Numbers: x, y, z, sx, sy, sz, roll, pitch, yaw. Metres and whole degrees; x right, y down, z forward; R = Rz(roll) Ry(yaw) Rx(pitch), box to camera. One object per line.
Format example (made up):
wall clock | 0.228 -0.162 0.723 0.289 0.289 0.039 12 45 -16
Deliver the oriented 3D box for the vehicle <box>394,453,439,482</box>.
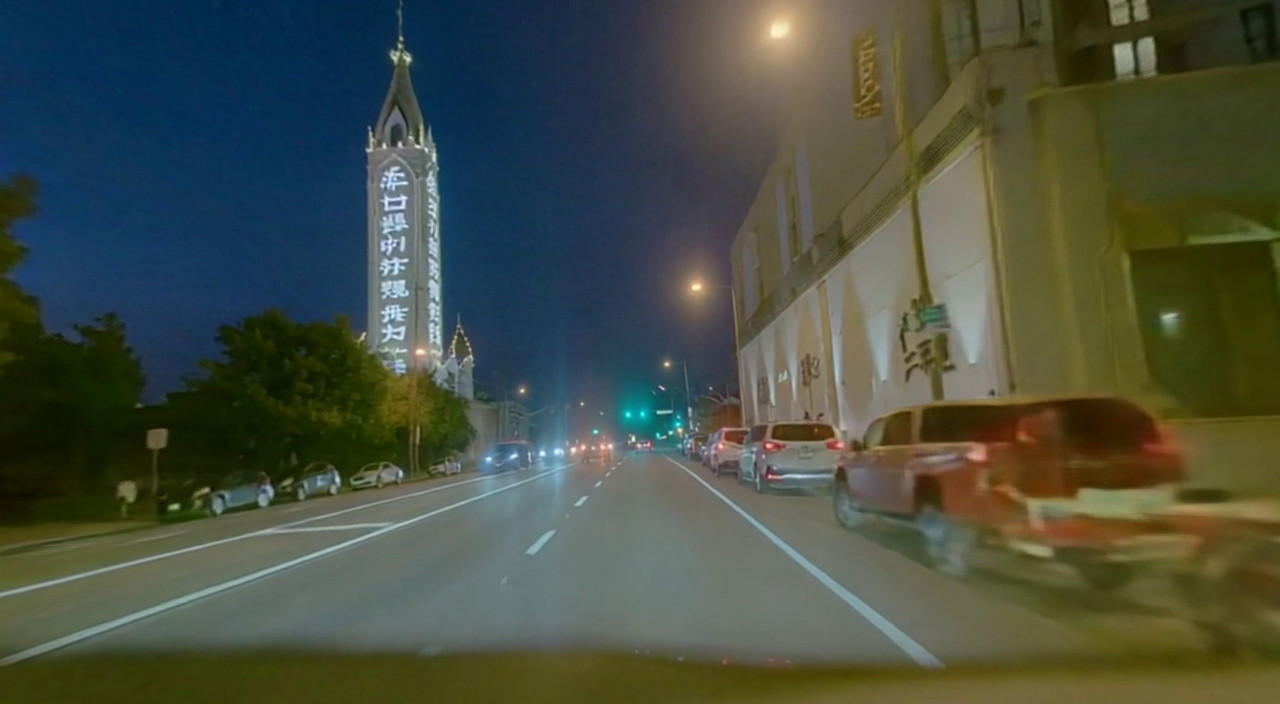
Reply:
vehicle | -15.315 7.892 43.457 1.751 1.865 3.735 0 -9 -1

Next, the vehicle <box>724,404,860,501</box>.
vehicle | 3.499 2.426 15.746 2.124 1.975 5.131 -1 -8 1

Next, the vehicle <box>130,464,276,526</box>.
vehicle | -15.009 4.888 22.096 1.978 1.819 4.477 0 -9 -2

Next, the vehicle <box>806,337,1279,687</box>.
vehicle | 3.603 1.278 6.708 2.055 1.857 6.596 -1 -8 2

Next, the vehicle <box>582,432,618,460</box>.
vehicle | -2.870 6.944 46.536 2.293 1.936 4.737 -1 -9 1

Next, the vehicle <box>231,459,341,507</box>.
vehicle | -15.319 5.672 27.726 2.014 1.846 4.920 0 -9 -1

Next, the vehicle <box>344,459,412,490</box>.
vehicle | -15.334 7.163 37.255 2.076 1.672 4.499 0 -9 0

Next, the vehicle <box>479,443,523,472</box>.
vehicle | -8.790 6.671 40.248 1.842 1.735 4.066 -1 -9 1
